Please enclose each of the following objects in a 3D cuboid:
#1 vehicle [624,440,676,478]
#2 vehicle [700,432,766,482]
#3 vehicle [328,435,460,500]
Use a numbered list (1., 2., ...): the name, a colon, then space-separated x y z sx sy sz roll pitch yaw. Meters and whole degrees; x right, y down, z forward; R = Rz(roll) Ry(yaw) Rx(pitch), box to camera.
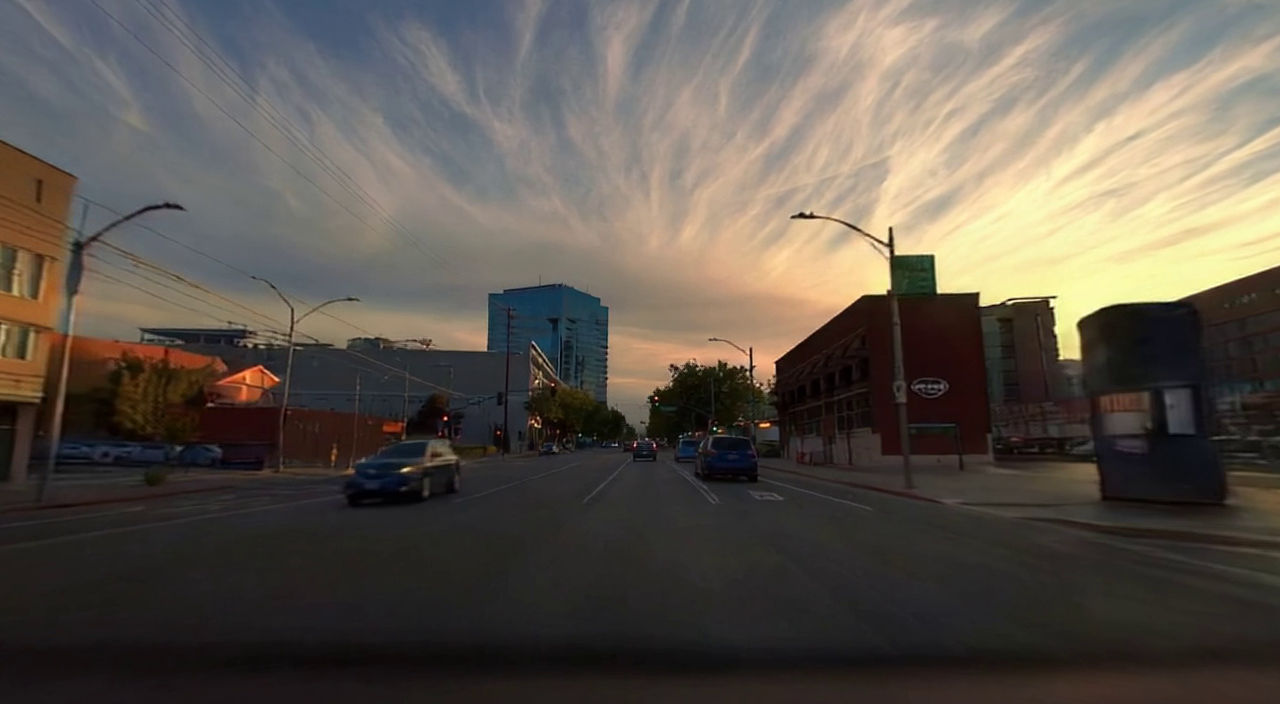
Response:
1. vehicle: 0.449 4.936 29.293 2.245 1.587 4.094 0 -9 0
2. vehicle: 3.944 4.572 27.686 2.159 1.938 4.836 0 -9 0
3. vehicle: -7.083 3.361 18.718 2.200 1.666 4.126 0 -9 1
